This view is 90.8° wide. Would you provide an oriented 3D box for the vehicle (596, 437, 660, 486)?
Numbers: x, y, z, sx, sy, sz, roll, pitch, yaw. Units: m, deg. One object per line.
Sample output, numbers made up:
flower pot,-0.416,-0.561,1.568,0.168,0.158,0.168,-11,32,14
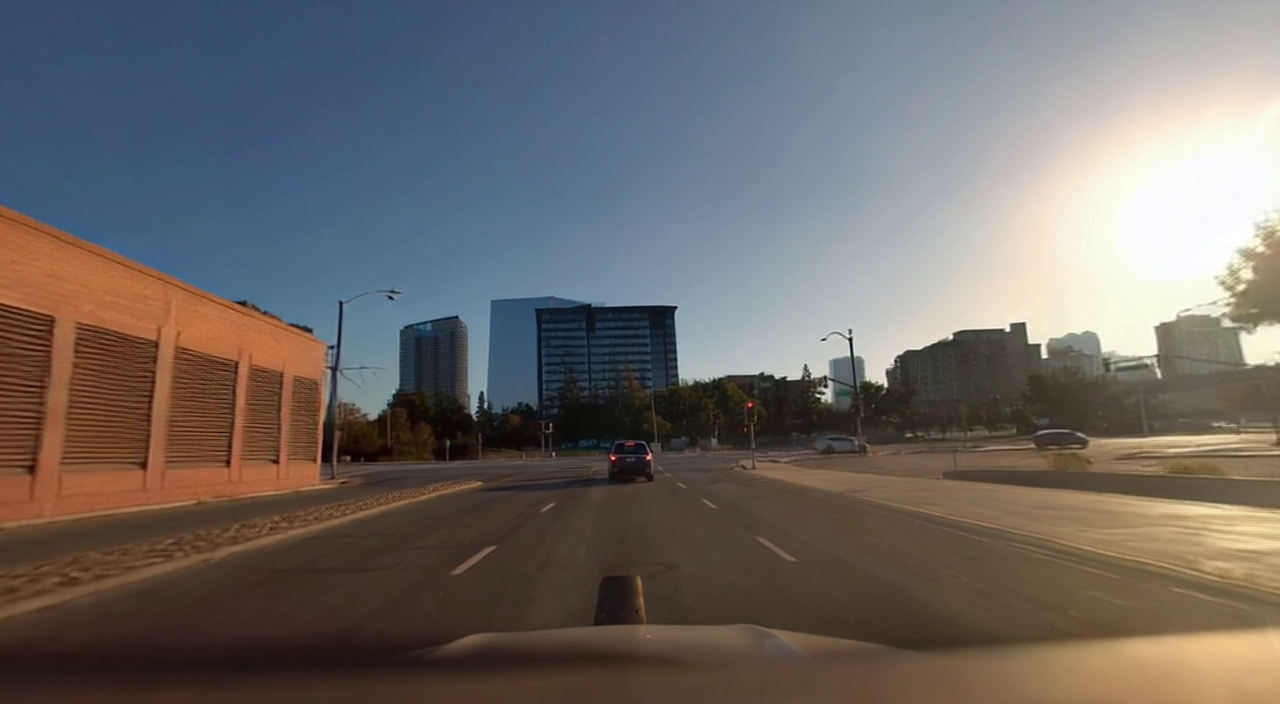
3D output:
vehicle,-0.459,4.132,24.158,2.218,1.657,4.551,0,-9,-1
